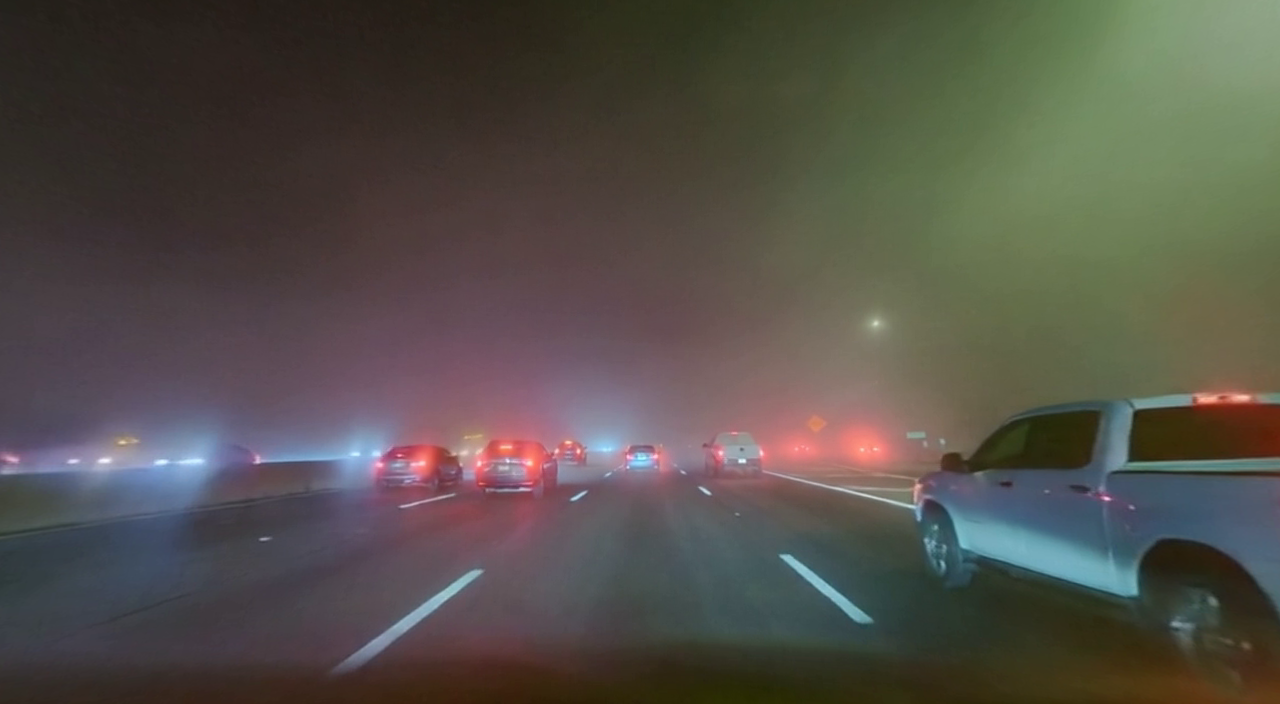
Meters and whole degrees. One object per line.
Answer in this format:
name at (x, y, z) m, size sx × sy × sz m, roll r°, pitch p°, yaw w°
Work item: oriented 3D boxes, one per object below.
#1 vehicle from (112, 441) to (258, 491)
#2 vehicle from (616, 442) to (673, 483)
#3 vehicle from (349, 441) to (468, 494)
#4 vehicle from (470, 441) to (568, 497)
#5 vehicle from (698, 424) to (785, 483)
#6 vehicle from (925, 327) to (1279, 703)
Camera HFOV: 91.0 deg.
vehicle at (-15.795, 3.957, 22.183) m, size 1.880 × 1.565 × 4.171 m, roll 0°, pitch -9°, yaw 2°
vehicle at (0.219, 4.372, 25.162) m, size 2.071 × 1.478 × 4.130 m, roll 0°, pitch -9°, yaw 1°
vehicle at (-7.381, 3.716, 20.628) m, size 2.065 × 1.519 × 4.491 m, roll 0°, pitch -9°, yaw 2°
vehicle at (-3.520, 3.507, 19.223) m, size 1.996 × 1.488 × 4.451 m, roll 0°, pitch -9°, yaw 2°
vehicle at (4.082, 4.286, 26.734) m, size 2.802 × 2.151 × 6.579 m, roll 0°, pitch -9°, yaw 2°
vehicle at (3.648, 0.952, 3.595) m, size 2.045 × 1.768 × 4.249 m, roll 0°, pitch -9°, yaw 0°
